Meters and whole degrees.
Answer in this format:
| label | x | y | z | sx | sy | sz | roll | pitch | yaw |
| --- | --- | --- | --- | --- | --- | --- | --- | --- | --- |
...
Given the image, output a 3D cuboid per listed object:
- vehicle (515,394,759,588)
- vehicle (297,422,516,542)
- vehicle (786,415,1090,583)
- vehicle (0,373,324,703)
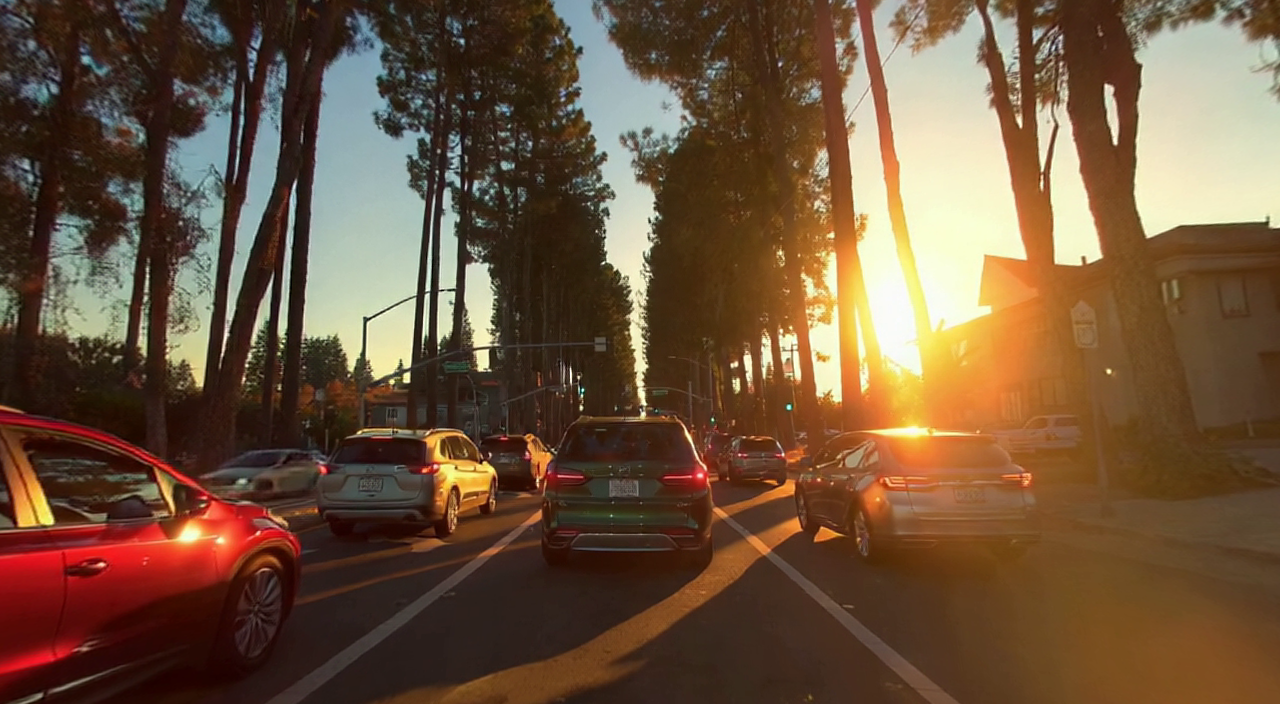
| label | x | y | z | sx | sy | sz | roll | pitch | yaw |
| --- | --- | --- | --- | --- | --- | --- | --- | --- | --- |
| vehicle | -0.011 | 1.551 | 7.781 | 2.193 | 1.744 | 4.033 | 0 | -8 | 0 |
| vehicle | -3.656 | 2.116 | 10.918 | 2.042 | 1.641 | 4.314 | 0 | -8 | 1 |
| vehicle | 3.261 | 1.666 | 7.865 | 1.922 | 1.579 | 3.642 | 0 | -8 | -1 |
| vehicle | -3.781 | 0.996 | 3.304 | 1.929 | 1.641 | 4.193 | 0 | -8 | 2 |
